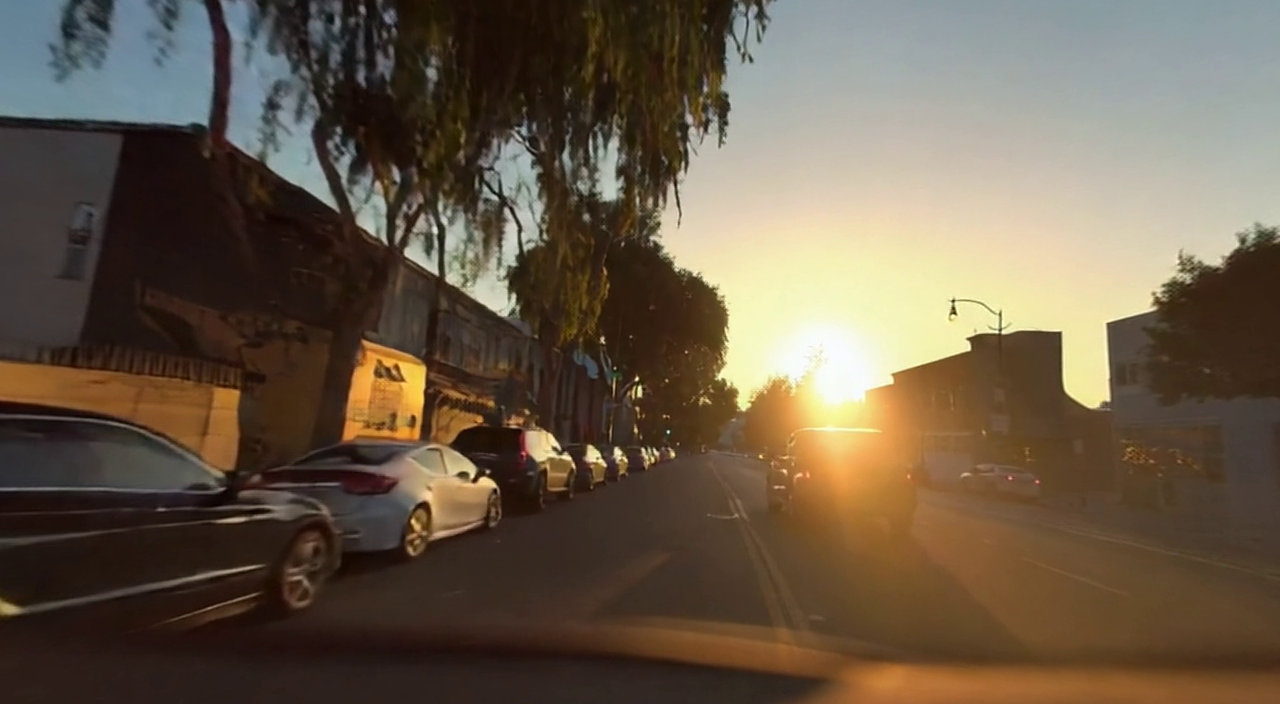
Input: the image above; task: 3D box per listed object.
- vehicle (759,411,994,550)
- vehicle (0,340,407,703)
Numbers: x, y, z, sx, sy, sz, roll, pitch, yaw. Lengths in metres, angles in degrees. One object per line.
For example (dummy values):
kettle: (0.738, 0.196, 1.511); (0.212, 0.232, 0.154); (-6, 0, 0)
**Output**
vehicle: (3.842, 2.221, 11.795); (2.411, 1.899, 5.993); (-1, -8, 4)
vehicle: (-3.380, 0.917, 3.179); (2.179, 1.658, 4.765); (-1, -8, 6)
